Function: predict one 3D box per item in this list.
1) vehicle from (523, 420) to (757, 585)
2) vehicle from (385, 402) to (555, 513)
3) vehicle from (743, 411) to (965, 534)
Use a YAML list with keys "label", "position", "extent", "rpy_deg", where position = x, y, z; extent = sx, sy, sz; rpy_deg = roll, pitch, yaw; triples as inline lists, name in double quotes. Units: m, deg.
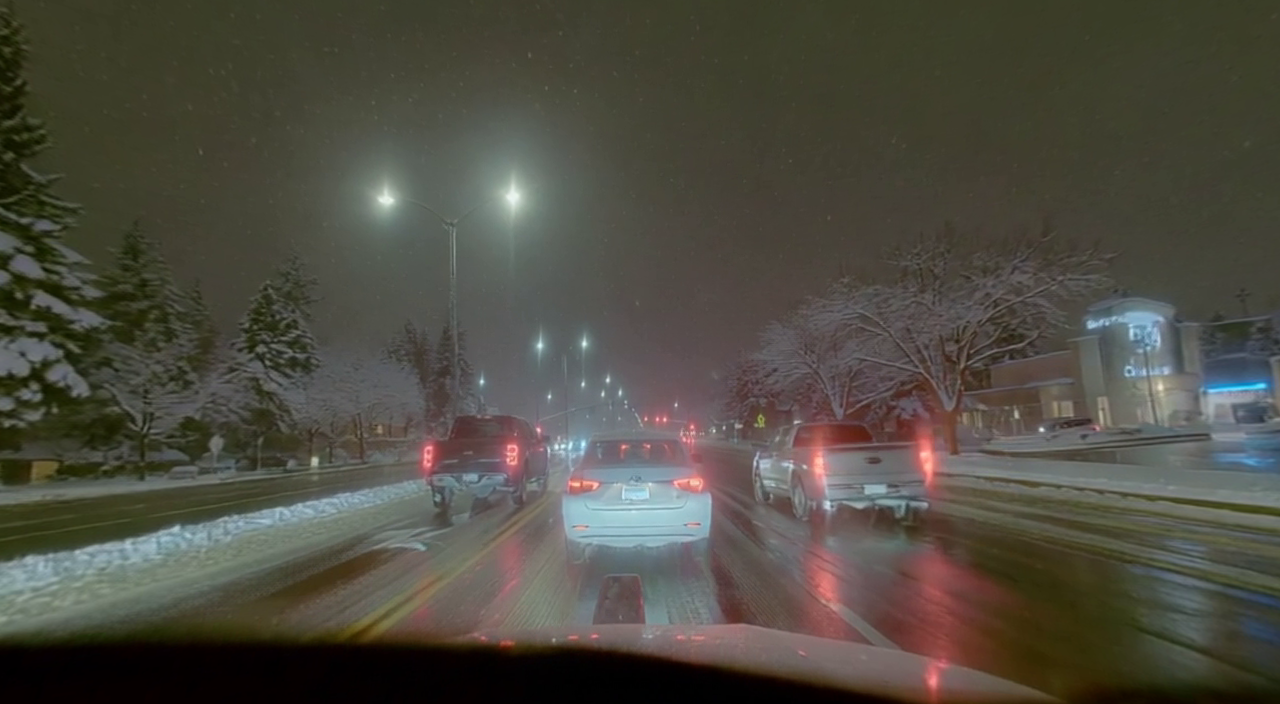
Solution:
- label: "vehicle"
  position: [-0.066, 1.665, 7.804]
  extent: [2.126, 1.475, 3.967]
  rpy_deg: [0, -8, -2]
- label: "vehicle"
  position: [-3.453, 2.319, 14.259]
  extent: [2.301, 1.985, 5.531]
  rpy_deg: [0, -8, 0]
- label: "vehicle"
  position: [3.331, 2.000, 11.097]
  extent: [2.092, 1.658, 4.814]
  rpy_deg: [0, -8, -1]
